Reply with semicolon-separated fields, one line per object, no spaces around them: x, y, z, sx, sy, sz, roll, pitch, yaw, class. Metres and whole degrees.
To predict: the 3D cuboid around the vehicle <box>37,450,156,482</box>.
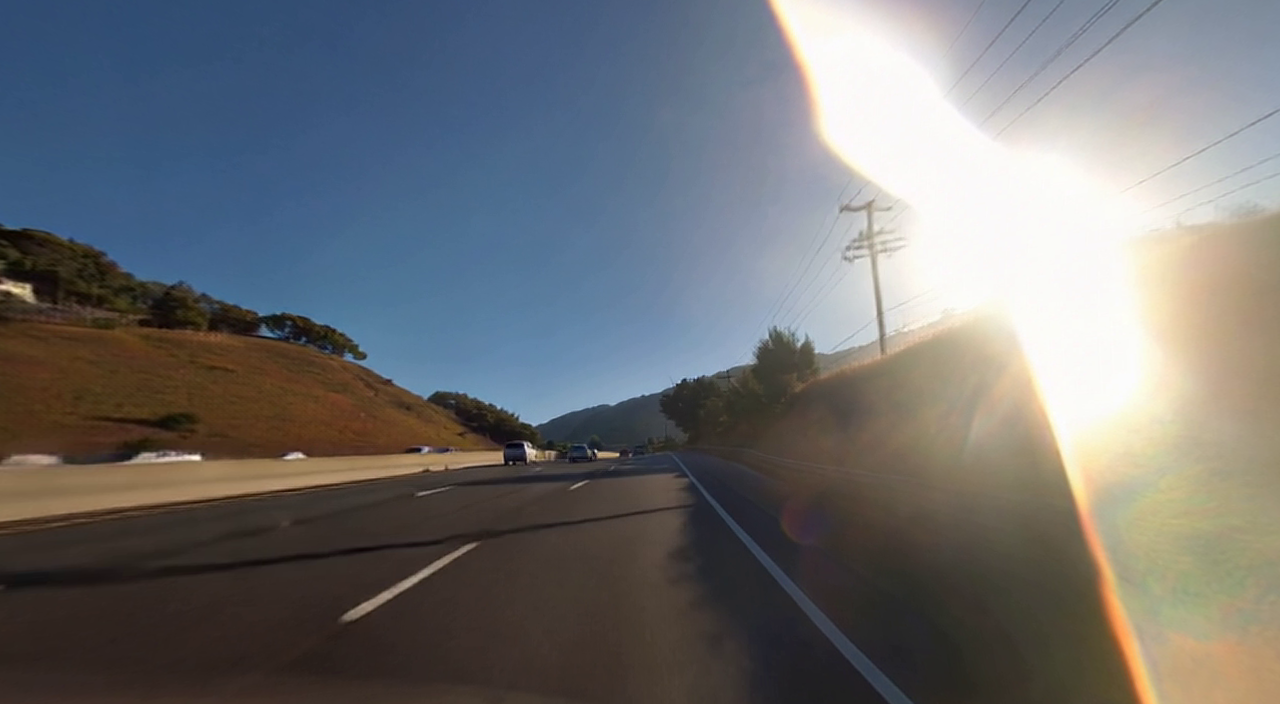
-27.671;5.774;32.209;1.874;1.478;4.568;0;-9;2;vehicle

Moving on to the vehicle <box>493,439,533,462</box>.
-9.942;7.736;49.448;2.063;1.743;4.392;0;-8;3;vehicle

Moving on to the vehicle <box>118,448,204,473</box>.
-31.096;7.073;40.941;1.868;1.495;4.576;-1;-9;3;vehicle
